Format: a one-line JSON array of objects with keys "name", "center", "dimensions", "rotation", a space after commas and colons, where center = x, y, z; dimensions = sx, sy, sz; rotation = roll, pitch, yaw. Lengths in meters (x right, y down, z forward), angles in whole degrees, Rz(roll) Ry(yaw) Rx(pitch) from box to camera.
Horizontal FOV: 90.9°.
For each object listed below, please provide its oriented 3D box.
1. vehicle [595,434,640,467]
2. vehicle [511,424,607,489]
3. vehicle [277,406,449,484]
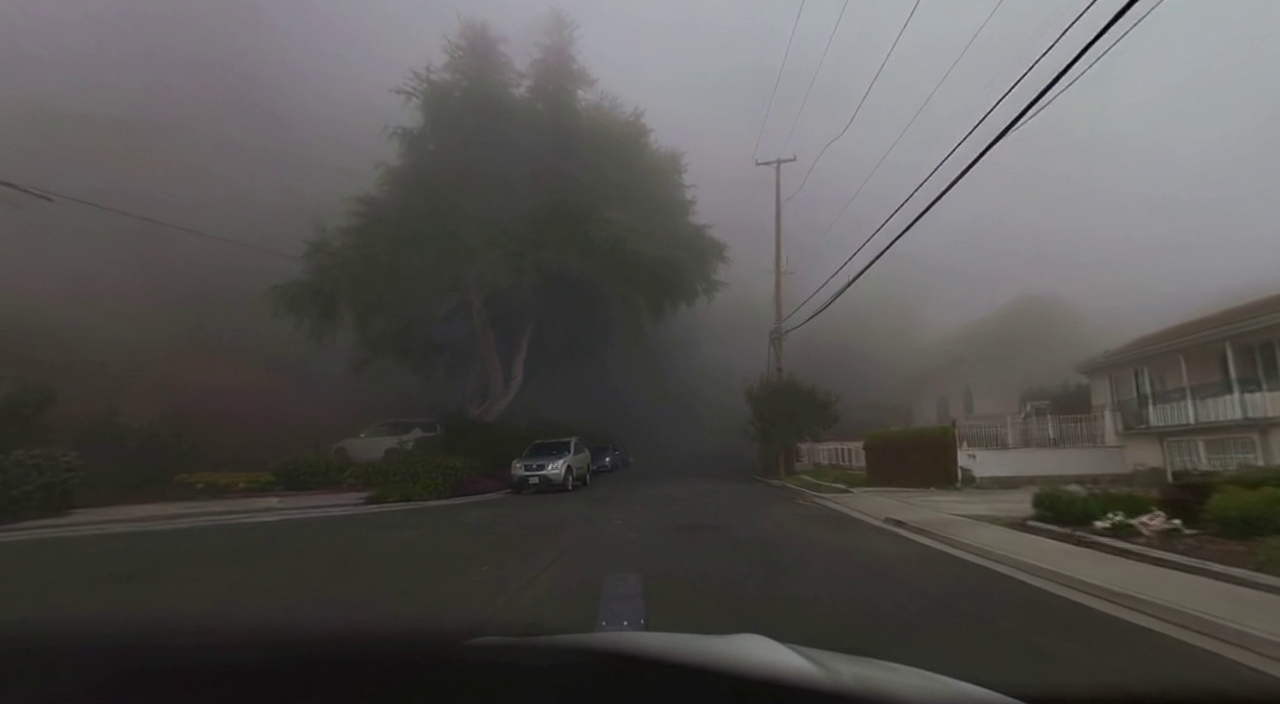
[{"name": "vehicle", "center": [-1.285, 6.001, 38.426], "dimensions": [2.139, 1.882, 4.635], "rotation": [-1, -8, 6]}, {"name": "vehicle", "center": [-2.614, 3.611, 22.099], "dimensions": [2.463, 1.951, 5.794], "rotation": [0, -8, 2]}, {"name": "vehicle", "center": [-10.728, 3.674, 25.028], "dimensions": [5.828, 2.818, 2.231], "rotation": [2, -9, -15]}]
